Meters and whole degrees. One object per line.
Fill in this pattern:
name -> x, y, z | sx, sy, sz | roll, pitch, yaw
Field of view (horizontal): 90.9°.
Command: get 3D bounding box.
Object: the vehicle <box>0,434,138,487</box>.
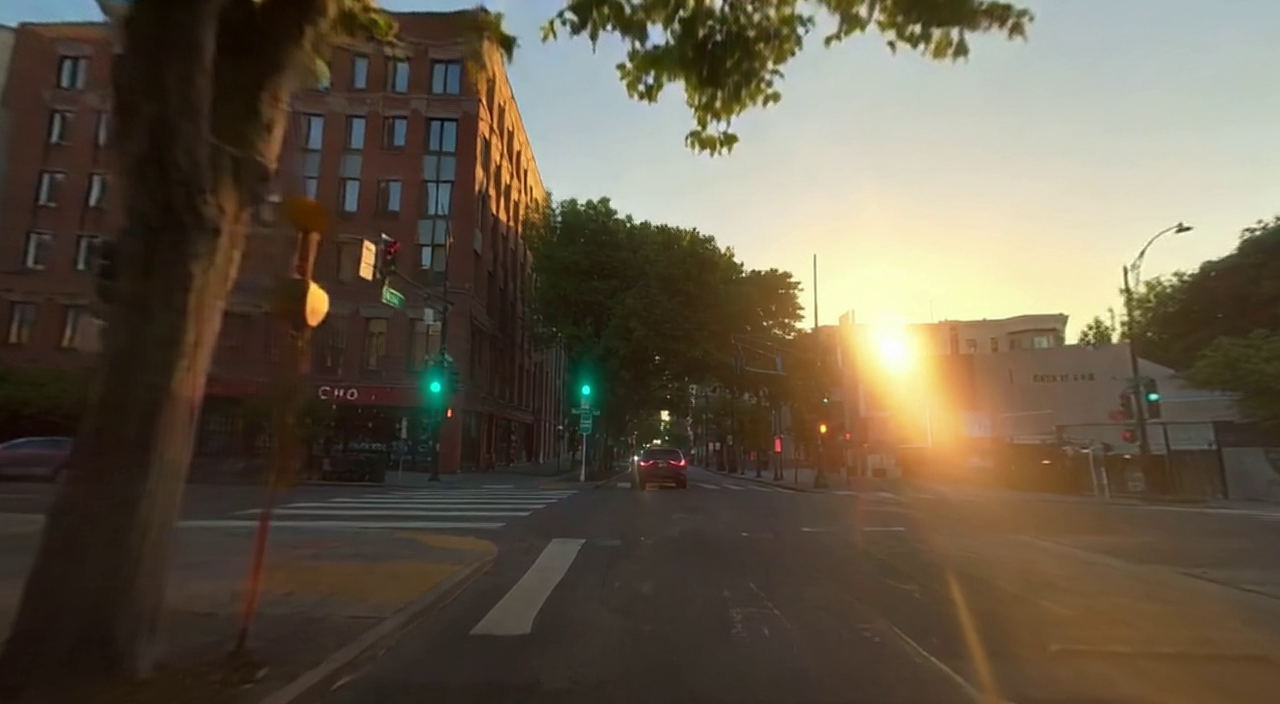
vehicle -> -19.640, 3.496, 20.462 | 4.784, 1.599, 2.184 | 0, -8, 0

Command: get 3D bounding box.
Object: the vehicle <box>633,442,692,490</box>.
vehicle -> 0.817, 4.314, 24.243 | 2.079, 1.621, 3.861 | -1, -8, 0
